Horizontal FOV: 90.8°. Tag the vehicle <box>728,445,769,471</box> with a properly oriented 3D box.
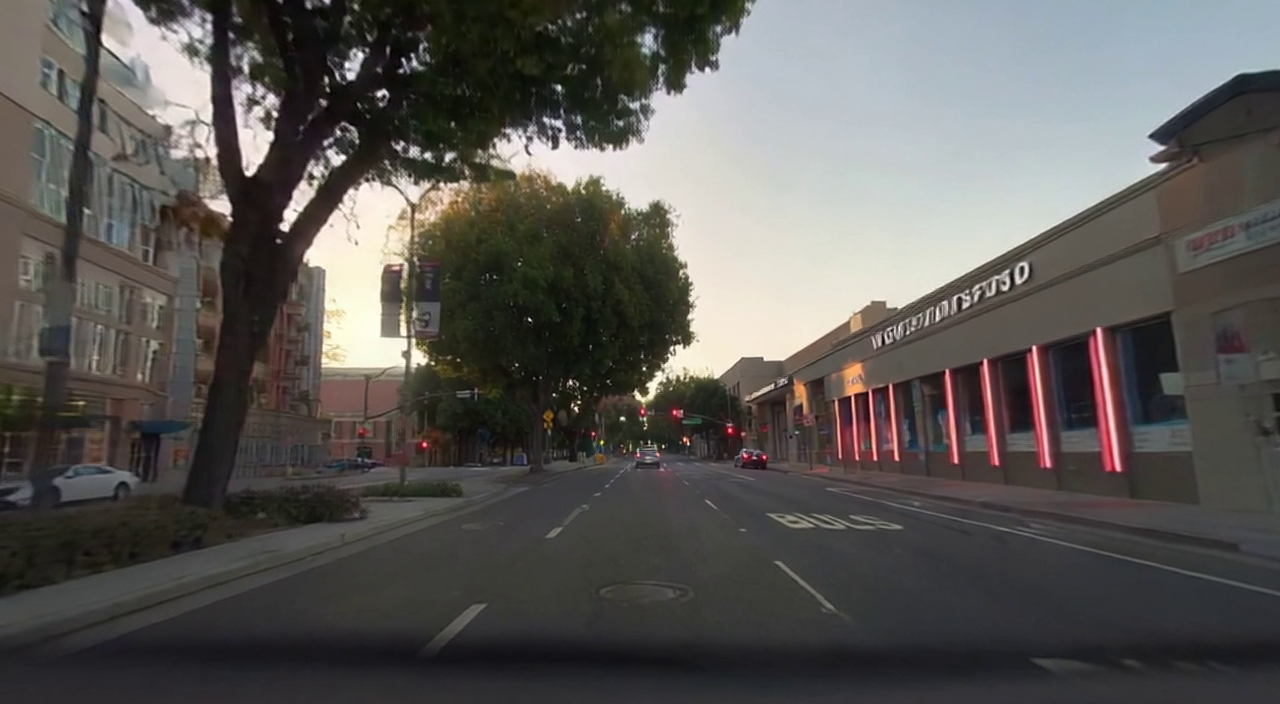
[{"bbox_3d":[7.882,7.724,46.364,1.987,1.772,4.749,0,-9,-2],"label":"vehicle"}]

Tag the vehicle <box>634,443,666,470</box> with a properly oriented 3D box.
[{"bbox_3d":[0.725,7.489,45.421,2.223,1.775,4.250,0,-9,1],"label":"vehicle"}]

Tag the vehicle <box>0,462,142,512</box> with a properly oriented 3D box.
[{"bbox_3d":[-20.394,4.719,22.380,1.840,1.440,4.442,-3,-9,1],"label":"vehicle"}]
